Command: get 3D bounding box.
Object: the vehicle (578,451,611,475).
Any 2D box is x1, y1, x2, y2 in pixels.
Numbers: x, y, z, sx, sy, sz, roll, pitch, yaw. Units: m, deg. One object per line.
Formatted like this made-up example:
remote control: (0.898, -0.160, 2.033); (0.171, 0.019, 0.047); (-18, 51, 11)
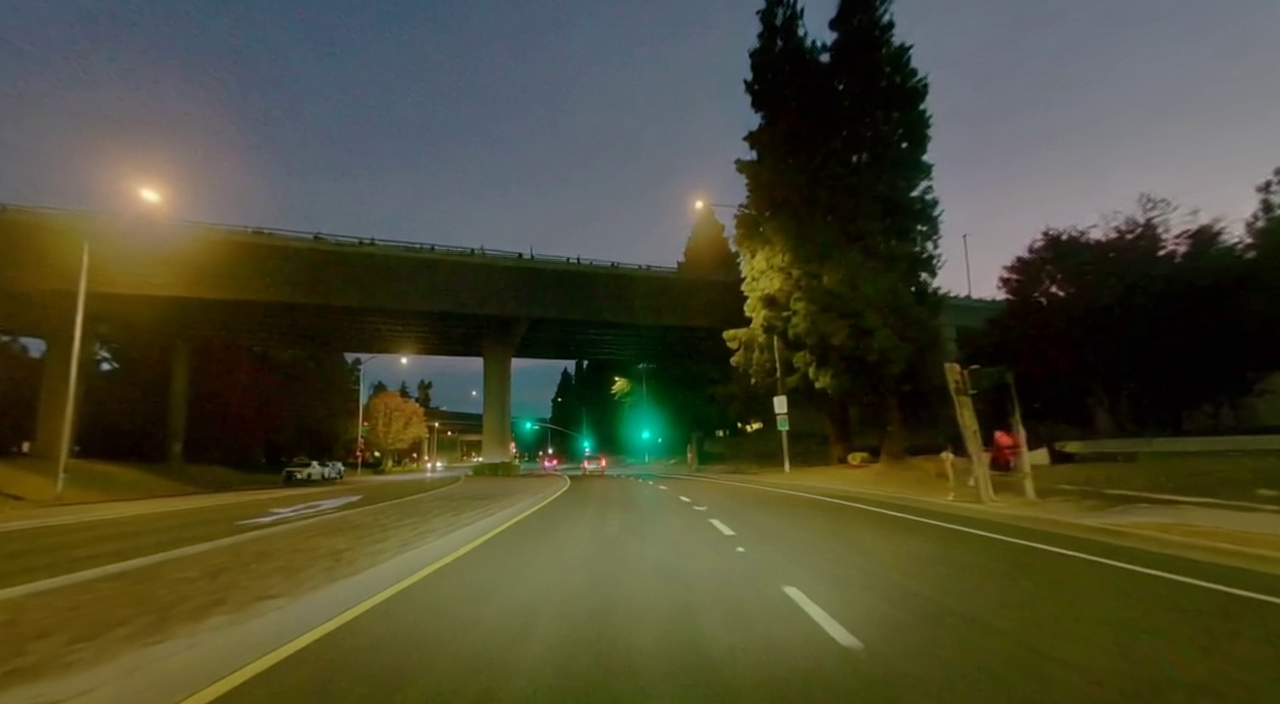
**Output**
vehicle: (-3.559, 8.551, 48.713); (2.184, 1.713, 4.231); (1, -9, -8)
